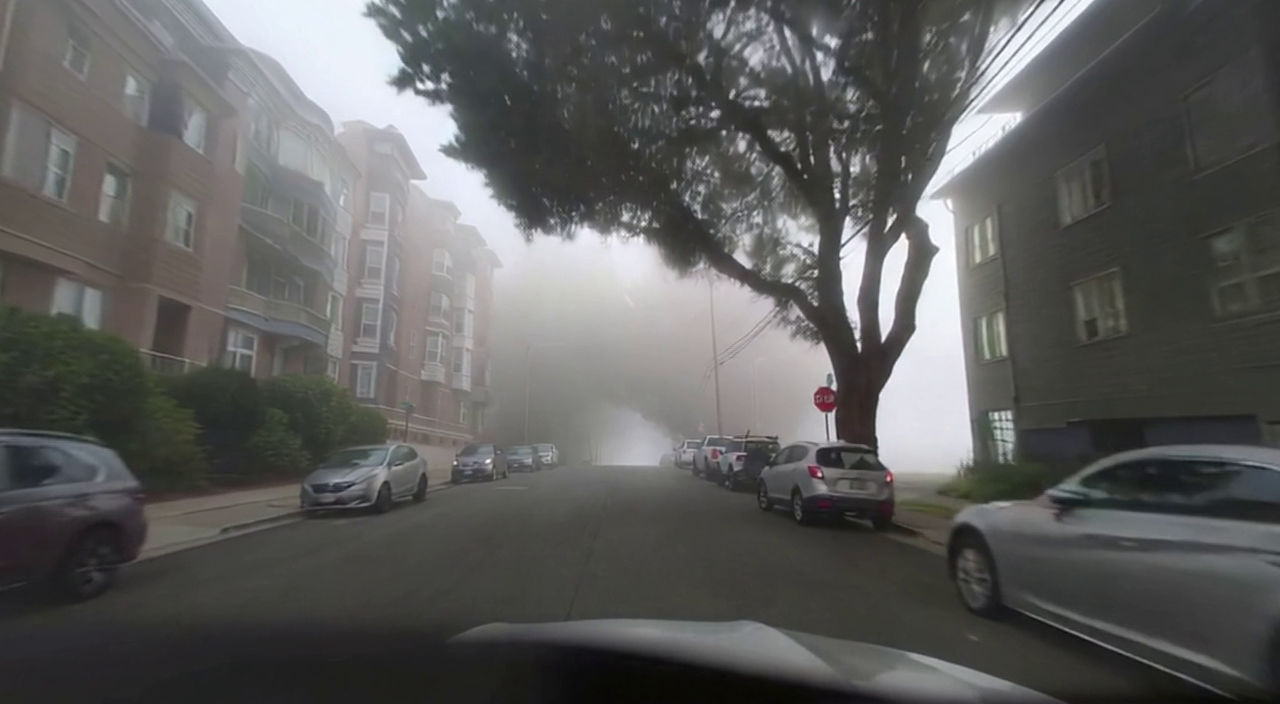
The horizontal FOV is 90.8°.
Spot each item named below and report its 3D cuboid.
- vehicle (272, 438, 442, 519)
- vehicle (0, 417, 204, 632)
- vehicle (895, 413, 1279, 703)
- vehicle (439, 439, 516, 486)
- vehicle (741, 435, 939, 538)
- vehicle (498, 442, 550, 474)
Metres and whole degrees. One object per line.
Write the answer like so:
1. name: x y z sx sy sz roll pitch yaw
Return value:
1. vehicle: -6.477 2.911 15.140 2.100 1.640 4.341 0 -8 -1
2. vehicle: -6.241 1.423 5.244 2.023 1.740 4.567 0 -8 -1
3. vehicle: 3.500 1.136 3.451 2.041 1.488 5.026 0 -8 -1
4. vehicle: -6.458 4.397 25.576 1.947 1.707 4.352 0 -8 0
5. vehicle: 3.361 2.351 11.885 1.948 1.502 5.013 0 -8 -2
6. vehicle: -6.445 5.921 35.557 2.069 1.647 4.359 -1 -8 0
